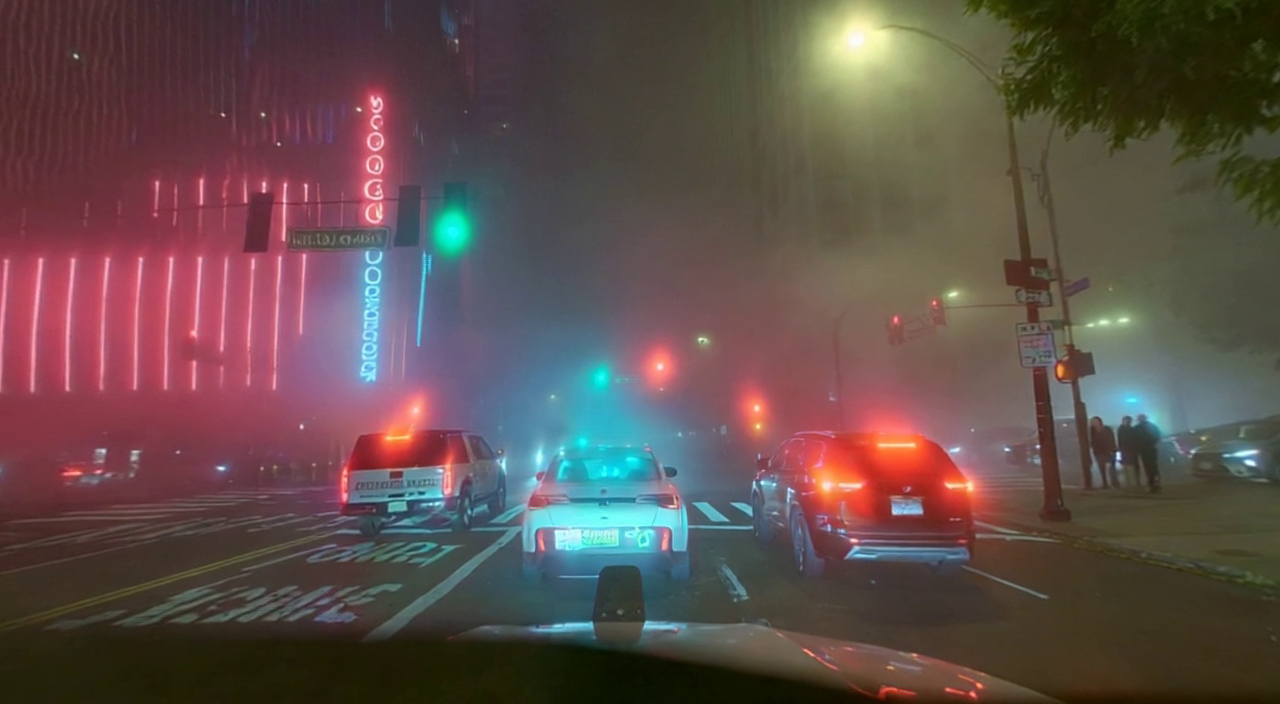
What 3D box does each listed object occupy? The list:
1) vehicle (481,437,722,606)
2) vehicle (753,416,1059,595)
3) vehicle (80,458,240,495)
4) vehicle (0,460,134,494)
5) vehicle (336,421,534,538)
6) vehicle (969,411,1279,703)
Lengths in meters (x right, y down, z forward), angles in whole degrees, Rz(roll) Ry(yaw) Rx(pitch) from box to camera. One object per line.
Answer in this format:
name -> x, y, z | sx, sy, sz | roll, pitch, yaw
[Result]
vehicle -> -0.362, 1.788, 7.646 | 2.092, 1.454, 4.132 | 0, -8, -1
vehicle -> 3.032, 1.852, 8.630 | 2.072, 1.735, 4.759 | 0, -8, 0
vehicle -> -20.174, 5.245, 26.717 | 5.153, 1.449, 1.966 | 0, -8, 0
vehicle -> -27.379, 5.911, 30.090 | 4.673, 1.478, 2.114 | 0, -8, -1
vehicle -> -3.690, 2.408, 12.695 | 2.190, 1.840, 5.272 | 0, -8, 0
vehicle -> 2.746, 0.804, 1.118 | 1.902, 1.454, 4.540 | 0, -8, 0
